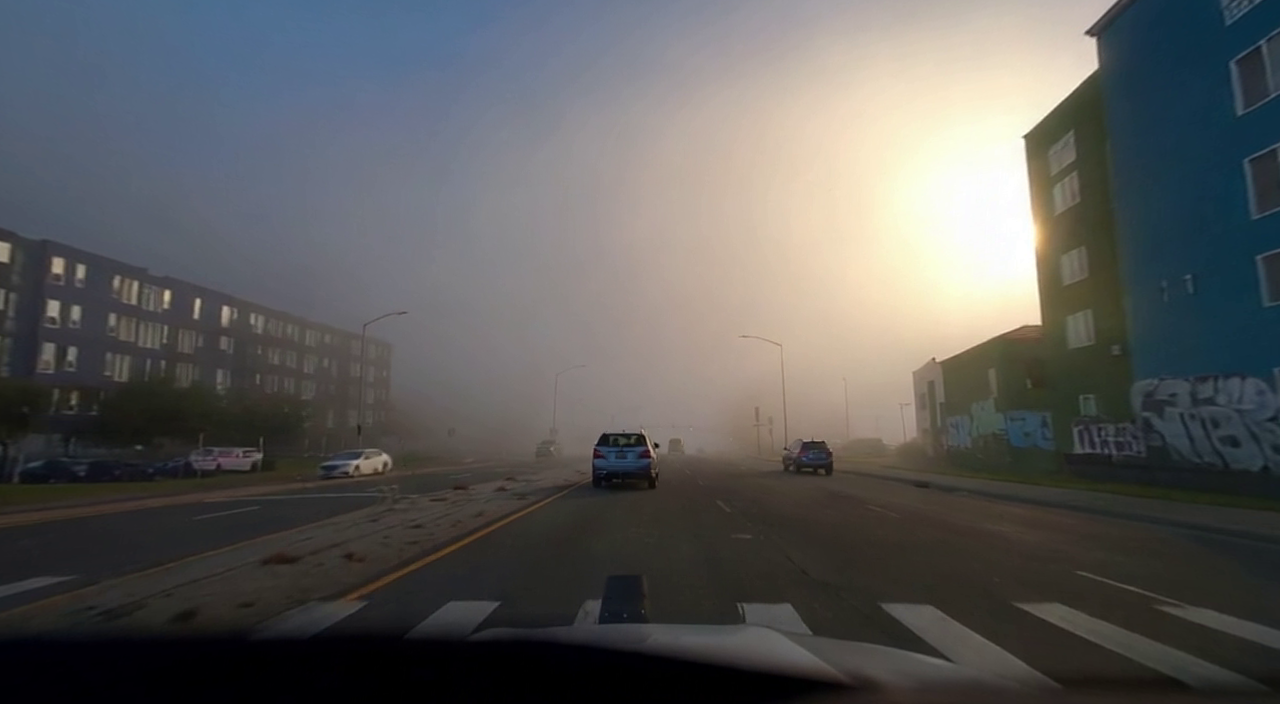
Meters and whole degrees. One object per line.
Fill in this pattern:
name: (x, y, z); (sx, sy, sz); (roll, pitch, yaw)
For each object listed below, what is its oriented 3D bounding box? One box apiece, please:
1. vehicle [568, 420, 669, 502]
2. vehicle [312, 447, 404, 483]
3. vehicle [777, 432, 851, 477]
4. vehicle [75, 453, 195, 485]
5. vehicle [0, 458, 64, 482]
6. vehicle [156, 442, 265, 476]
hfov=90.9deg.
vehicle: (-0.375, 2.749, 16.299); (2.160, 1.786, 4.702); (0, -8, 3)
vehicle: (-13.008, 5.193, 29.400); (1.842, 1.482, 4.386); (-1, -8, 7)
vehicle: (7.324, 4.357, 27.028); (1.952, 1.749, 4.311); (0, -8, 0)
vehicle: (-26.628, 6.150, 33.363); (4.712, 1.473, 2.083); (-3, -9, 5)
vehicle: (-40.598, 7.644, 40.916); (1.908, 1.433, 4.543); (-1, -8, 4)
vehicle: (-25.983, 6.468, 38.305); (4.916, 1.826, 2.242); (-2, -9, -1)
